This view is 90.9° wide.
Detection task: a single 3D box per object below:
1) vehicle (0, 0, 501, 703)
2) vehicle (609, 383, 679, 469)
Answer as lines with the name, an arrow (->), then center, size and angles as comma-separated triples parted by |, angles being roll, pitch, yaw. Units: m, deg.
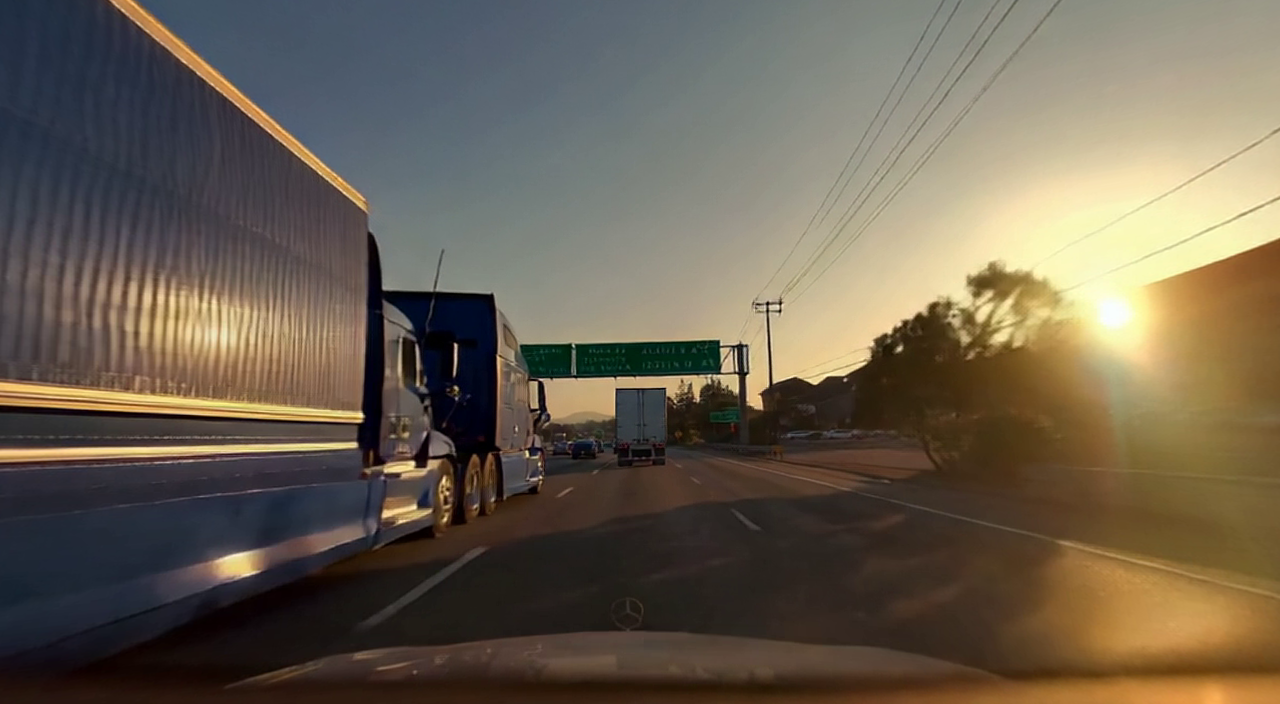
vehicle -> -3.923, -0.203, 3.116 | 2.875, 4.083, 15.756 | 0, -9, 0
vehicle -> 0.166, 3.836, 31.526 | 2.941, 3.604, 9.851 | 0, -9, 0
